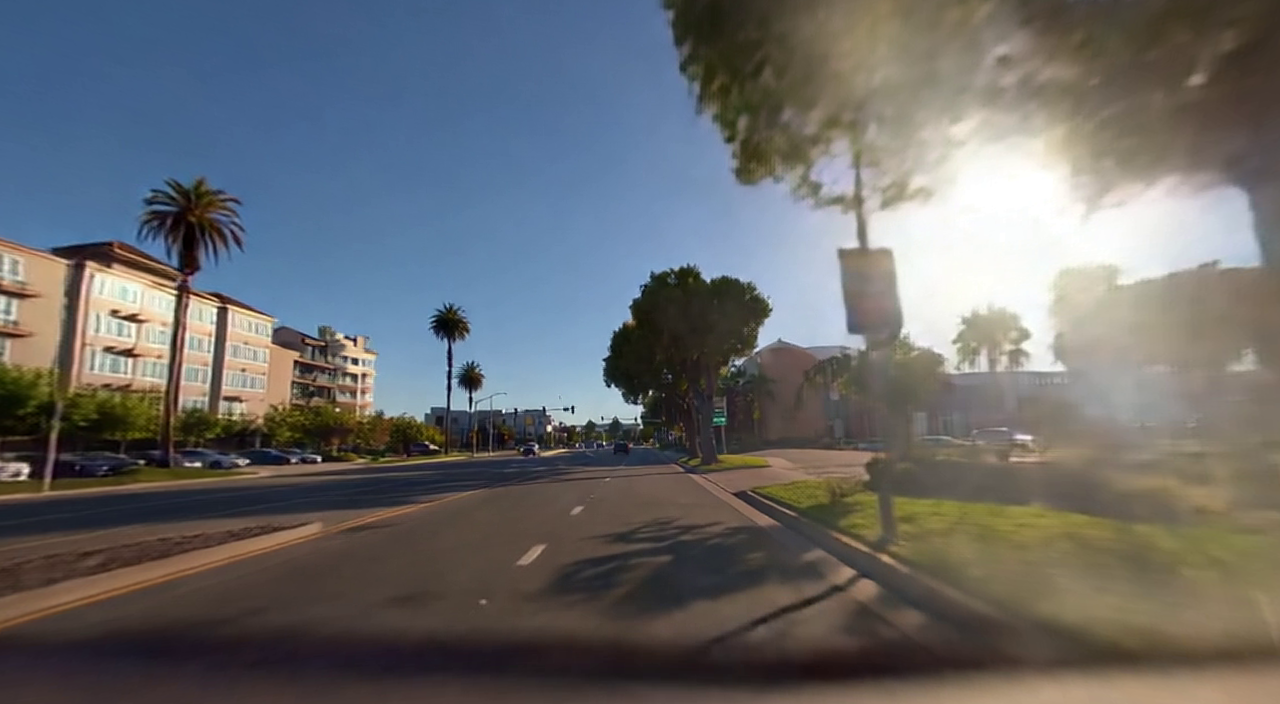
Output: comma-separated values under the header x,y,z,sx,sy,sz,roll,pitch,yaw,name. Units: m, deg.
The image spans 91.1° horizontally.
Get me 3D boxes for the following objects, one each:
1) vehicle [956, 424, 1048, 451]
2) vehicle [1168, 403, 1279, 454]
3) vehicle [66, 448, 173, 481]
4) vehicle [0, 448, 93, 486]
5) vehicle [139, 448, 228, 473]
x,y,z,sx,sy,sz,roll,pitch,yaw,name
25.194,6.012,43.832,5.117,1.813,2.052,0,-8,0,vehicle
31.524,4.004,32.693,5.779,2.547,2.437,0,-8,-2,vehicle
-29.531,6.372,35.719,4.463,1.497,1.889,-4,-9,0,vehicle
-29.614,5.571,30.286,4.293,1.529,2.347,-4,-9,0,vehicle
-29.852,7.091,41.099,4.310,1.533,1.917,0,-8,2,vehicle
